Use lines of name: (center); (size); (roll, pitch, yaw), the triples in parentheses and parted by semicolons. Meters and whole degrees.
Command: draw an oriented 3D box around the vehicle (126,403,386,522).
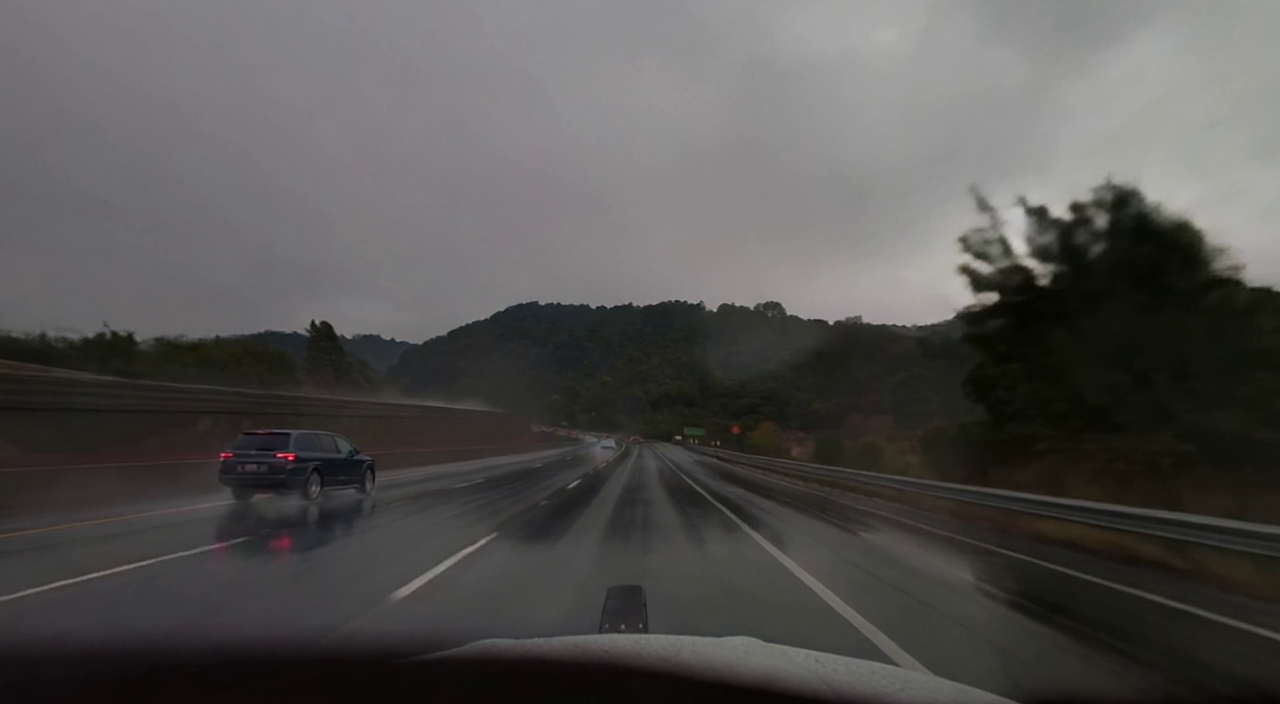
vehicle: (-7.322, 2.186, 12.891); (2.151, 1.925, 4.945); (0, -9, 0)
